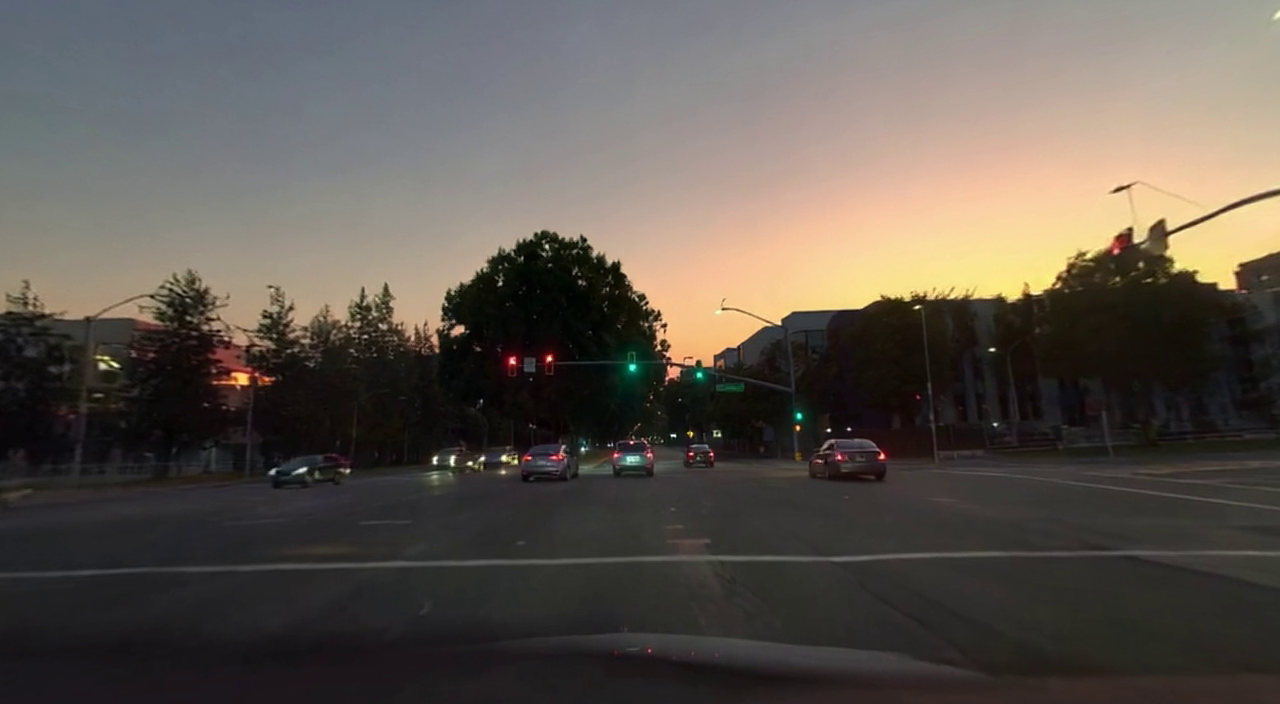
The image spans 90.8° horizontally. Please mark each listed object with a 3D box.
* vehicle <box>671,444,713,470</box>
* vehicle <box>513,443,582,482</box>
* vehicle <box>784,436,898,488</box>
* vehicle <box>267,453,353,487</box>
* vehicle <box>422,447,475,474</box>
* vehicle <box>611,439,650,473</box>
[{"bbox_3d":[3.058,6.275,37.932,2.014,1.430,4.103,0,-8,-2],"label":"vehicle"},{"bbox_3d":[-3.771,4.570,26.480,2.163,1.474,4.413,0,-8,1],"label":"vehicle"},{"bbox_3d":[6.234,3.455,20.272,2.028,1.451,4.625,0,-8,-1],"label":"vehicle"},{"bbox_3d":[-15.834,5.653,30.590,1.893,1.429,4.188,0,-8,1],"label":"vehicle"},{"bbox_3d":[-12.233,6.916,40.643,1.975,1.450,4.561,-5,-8,-1],"label":"vehicle"},{"bbox_3d":[-0.490,5.586,34.272,2.008,1.716,4.125,0,-8,0],"label":"vehicle"}]
